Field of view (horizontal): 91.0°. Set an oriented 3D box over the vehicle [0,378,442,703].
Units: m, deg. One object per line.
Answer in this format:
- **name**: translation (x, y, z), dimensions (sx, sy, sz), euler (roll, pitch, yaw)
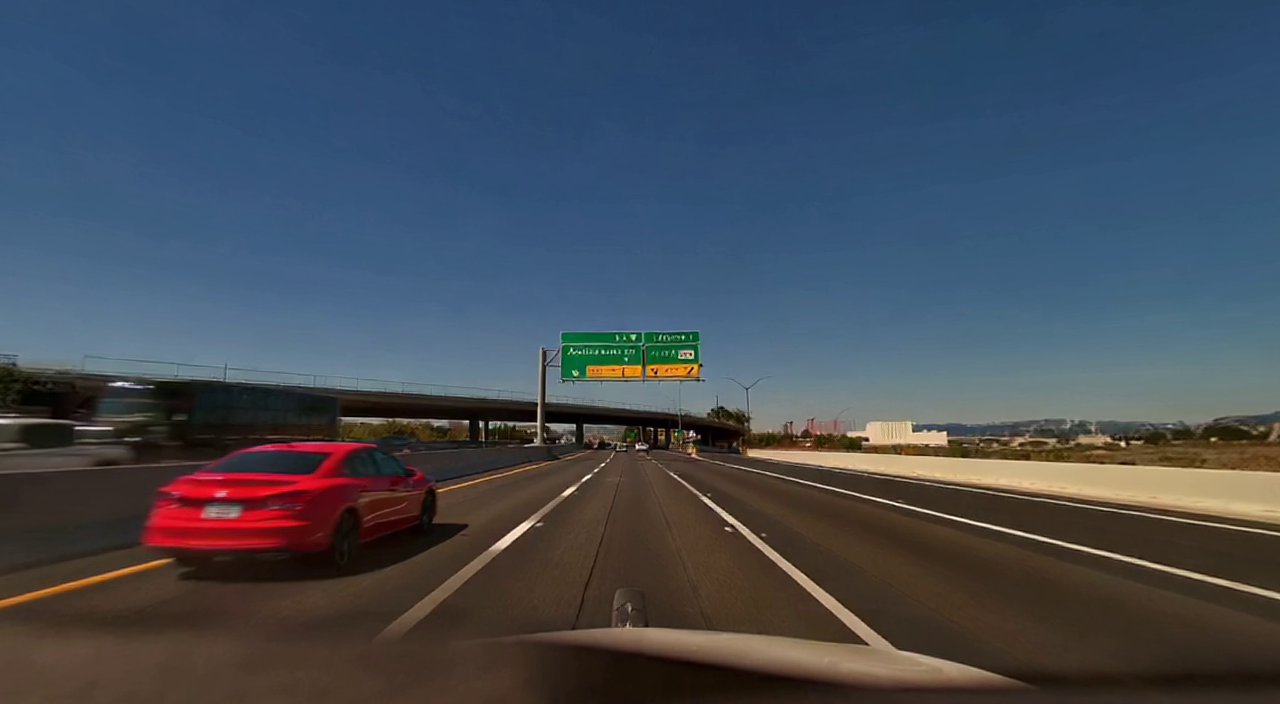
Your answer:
- **vehicle**: translation (-3.582, 1.271, 5.165), dimensions (2.160, 1.608, 5.012), euler (0, -8, 1)
